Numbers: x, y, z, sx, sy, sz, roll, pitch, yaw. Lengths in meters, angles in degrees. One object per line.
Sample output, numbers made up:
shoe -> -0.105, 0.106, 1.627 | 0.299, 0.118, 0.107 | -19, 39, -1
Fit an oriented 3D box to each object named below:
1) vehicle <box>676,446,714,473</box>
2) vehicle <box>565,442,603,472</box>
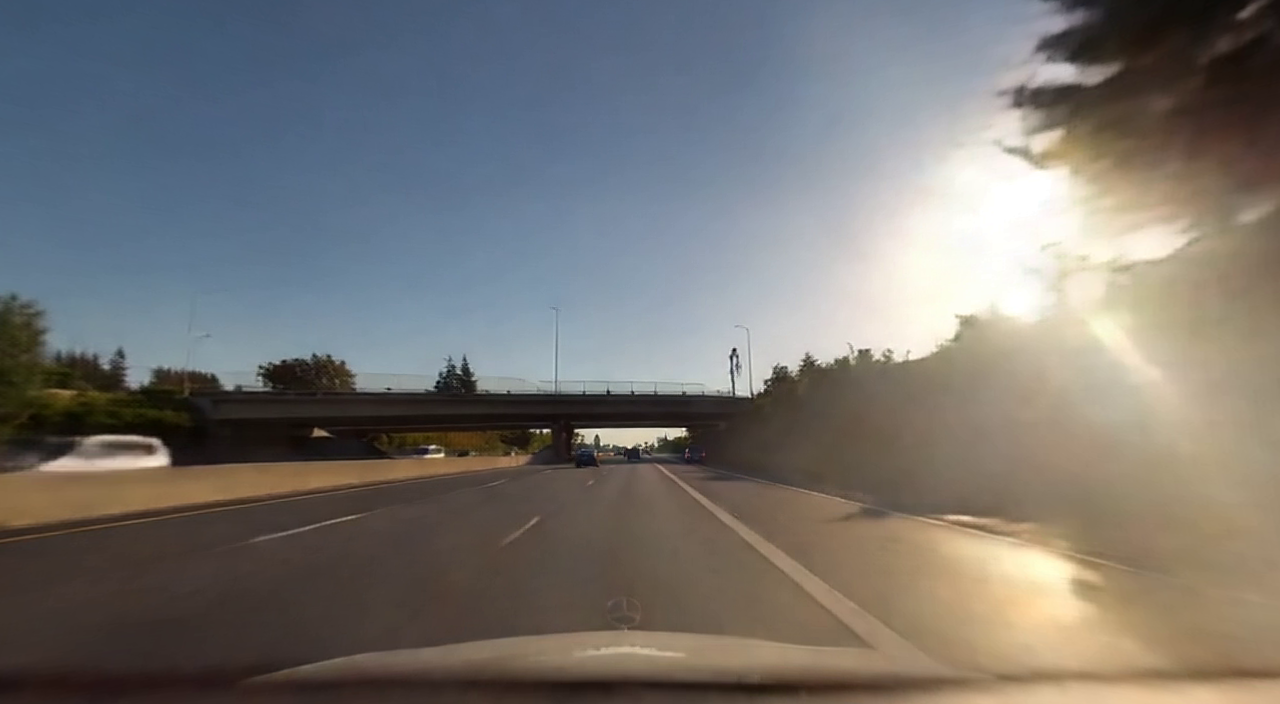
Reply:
vehicle -> 3.742, 7.421, 43.654 | 2.133, 1.746, 4.511 | 0, -9, -1
vehicle -> -4.012, 7.671, 46.166 | 2.278, 2.054, 4.498 | 0, -9, 1
